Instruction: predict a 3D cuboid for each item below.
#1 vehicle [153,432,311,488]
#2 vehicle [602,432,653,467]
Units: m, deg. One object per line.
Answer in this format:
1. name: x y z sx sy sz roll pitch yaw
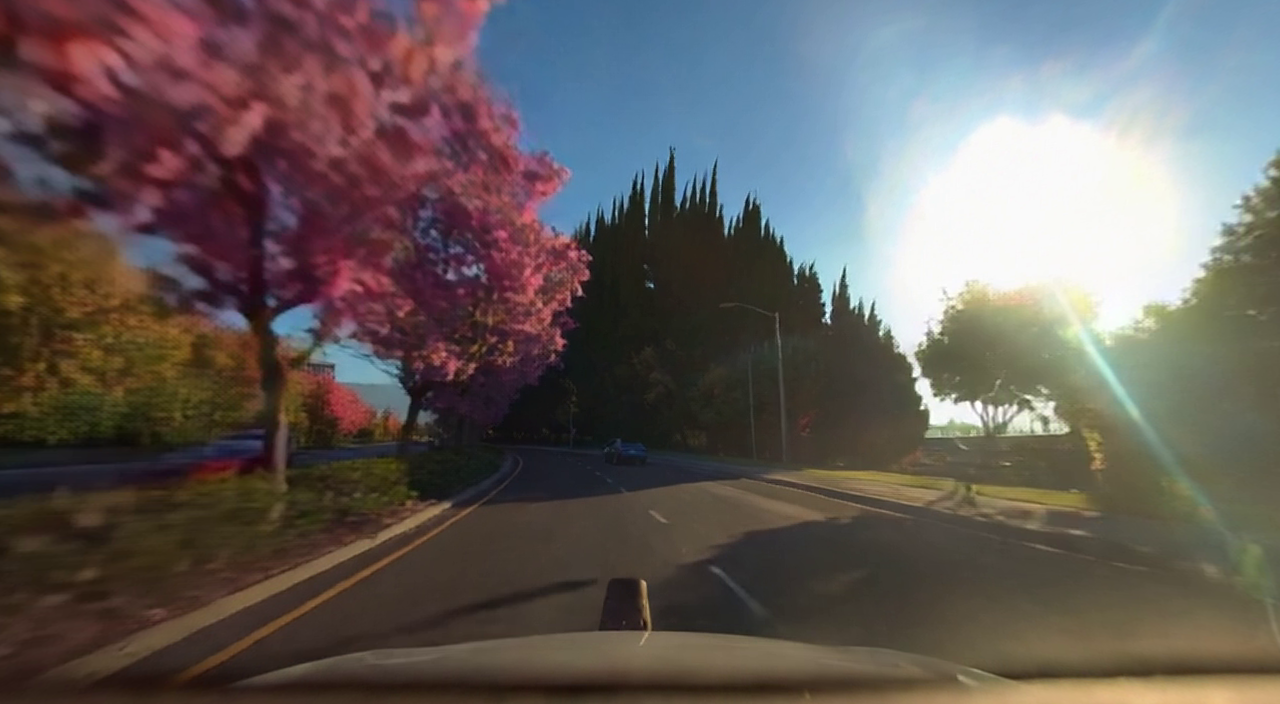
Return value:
1. vehicle: -12.073 3.211 19.040 2.067 1.468 4.665 1 -9 -6
2. vehicle: -0.817 5.600 36.138 2.166 1.828 4.607 2 -9 -11
